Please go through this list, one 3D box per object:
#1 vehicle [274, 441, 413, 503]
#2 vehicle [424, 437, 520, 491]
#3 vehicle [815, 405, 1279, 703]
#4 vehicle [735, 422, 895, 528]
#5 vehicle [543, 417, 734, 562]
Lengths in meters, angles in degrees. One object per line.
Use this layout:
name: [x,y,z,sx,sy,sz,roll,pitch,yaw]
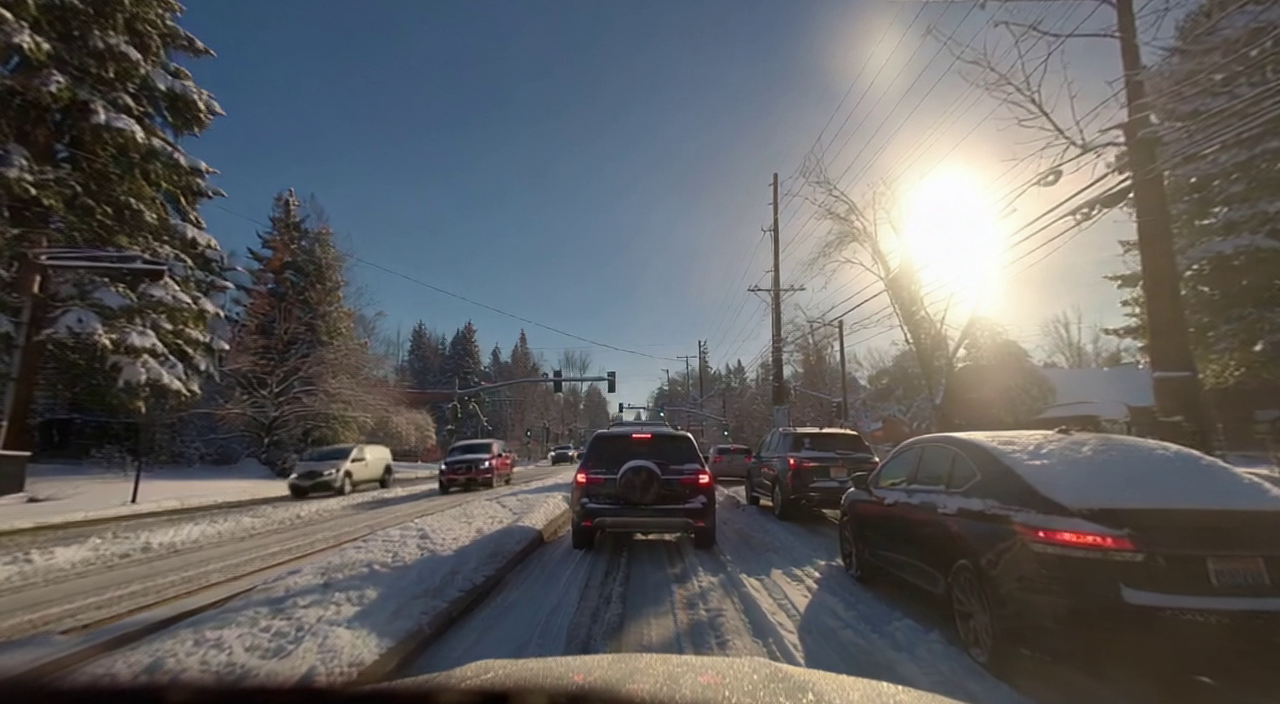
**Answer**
vehicle: [-9.874,4.005,21.566,2.230,1.831,4.941,-1,-8,1]
vehicle: [-6.312,4.264,24.391,2.328,1.861,4.891,0,-8,1]
vehicle: [2.876,1.267,4.622,1.950,1.487,4.275,0,-8,0]
vehicle: [3.158,2.306,12.329,1.914,1.698,4.049,0,-8,0]
vehicle: [-0.005,1.894,9.408,2.200,1.653,4.127,0,-8,0]
